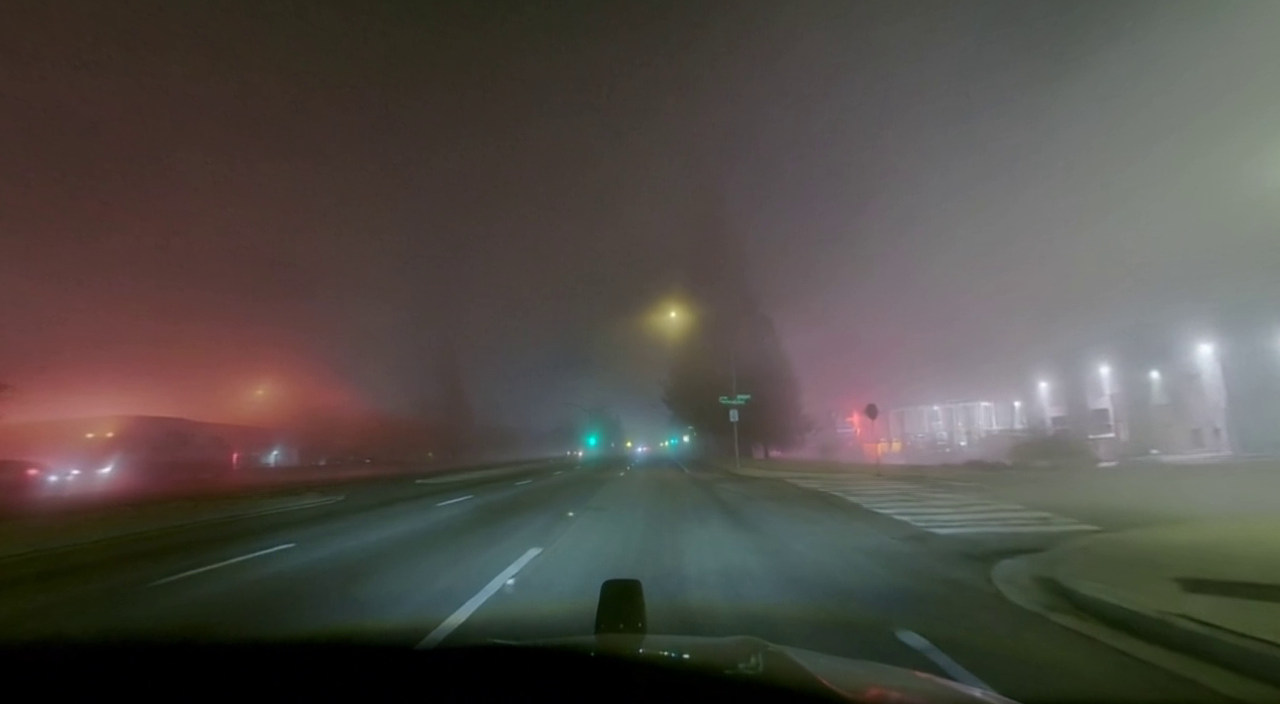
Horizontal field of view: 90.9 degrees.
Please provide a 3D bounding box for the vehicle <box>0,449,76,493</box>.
[{"bbox_3d":[-34.466,6.416,34.113,5.521,2.214,2.704,-2,-8,7],"label":"vehicle"}]

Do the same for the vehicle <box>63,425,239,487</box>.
[{"bbox_3d":[-34.616,7.460,45.685,2.955,3.868,11.255,-1,-8,5],"label":"vehicle"}]
